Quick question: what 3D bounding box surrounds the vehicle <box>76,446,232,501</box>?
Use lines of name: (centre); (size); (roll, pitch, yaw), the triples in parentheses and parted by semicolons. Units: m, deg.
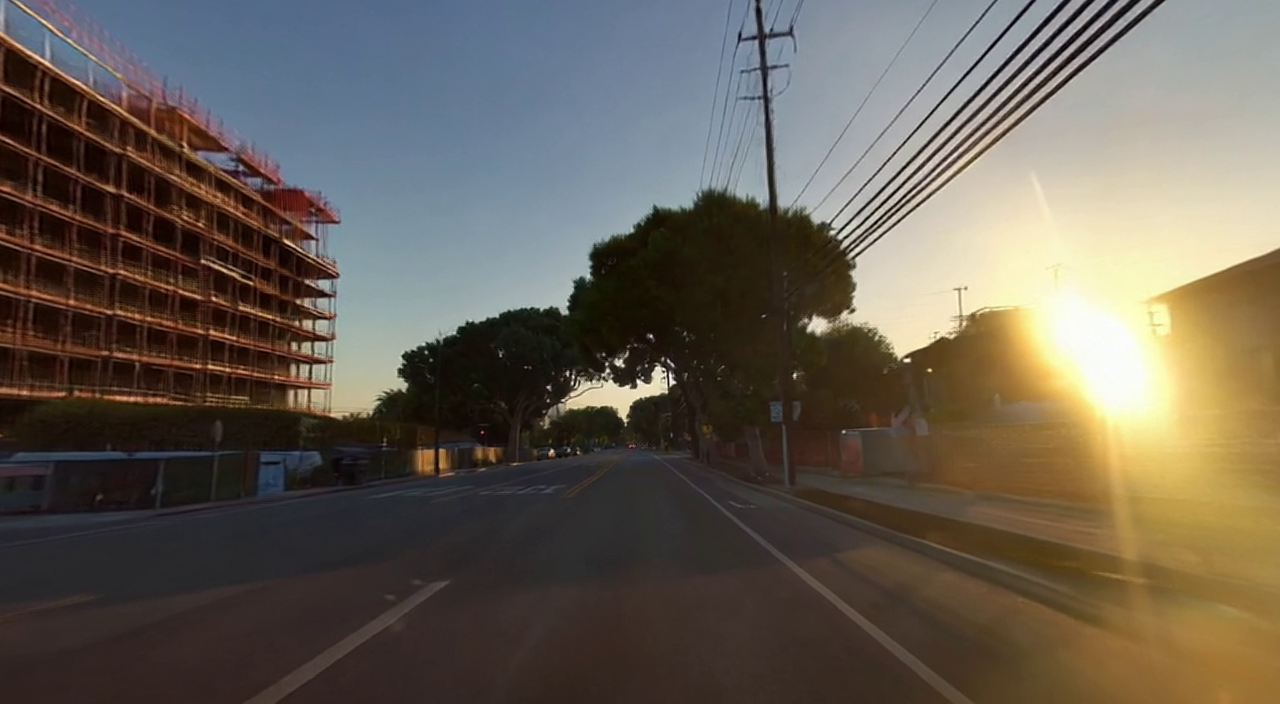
vehicle: (-20.363, 5.092, 26.581); (4.712, 1.927, 2.237); (-3, -10, 0)

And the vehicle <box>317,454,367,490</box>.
vehicle: (-15.709, 6.239, 33.078); (2.002, 1.683, 4.664); (5, -11, -28)
